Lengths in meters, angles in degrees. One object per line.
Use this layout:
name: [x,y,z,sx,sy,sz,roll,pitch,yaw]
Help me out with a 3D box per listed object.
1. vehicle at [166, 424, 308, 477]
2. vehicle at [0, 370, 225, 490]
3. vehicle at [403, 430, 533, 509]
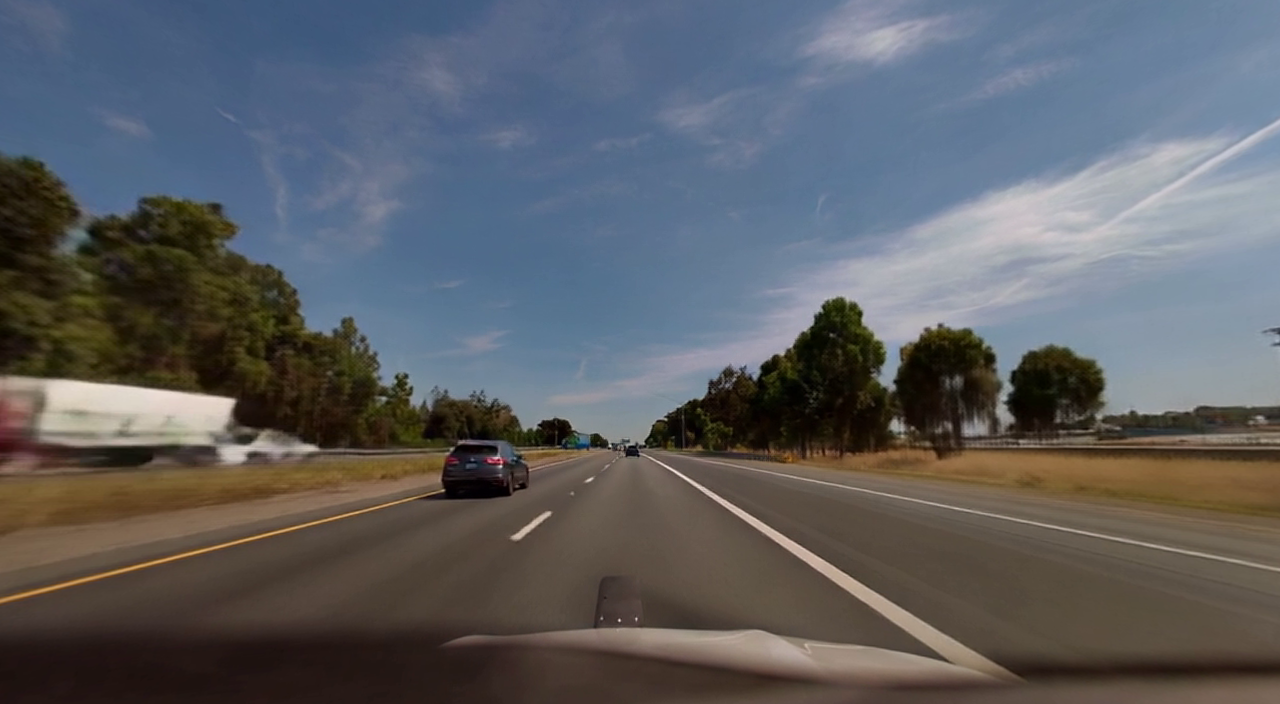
vehicle: [-13.490,3.344,21.415,2.130,1.573,4.107,0,-9,-1]
vehicle: [-16.924,2.467,18.893,2.951,2.847,8.682,-1,-9,0]
vehicle: [-4.213,2.958,16.239,2.111,1.717,4.426,-1,-9,0]
